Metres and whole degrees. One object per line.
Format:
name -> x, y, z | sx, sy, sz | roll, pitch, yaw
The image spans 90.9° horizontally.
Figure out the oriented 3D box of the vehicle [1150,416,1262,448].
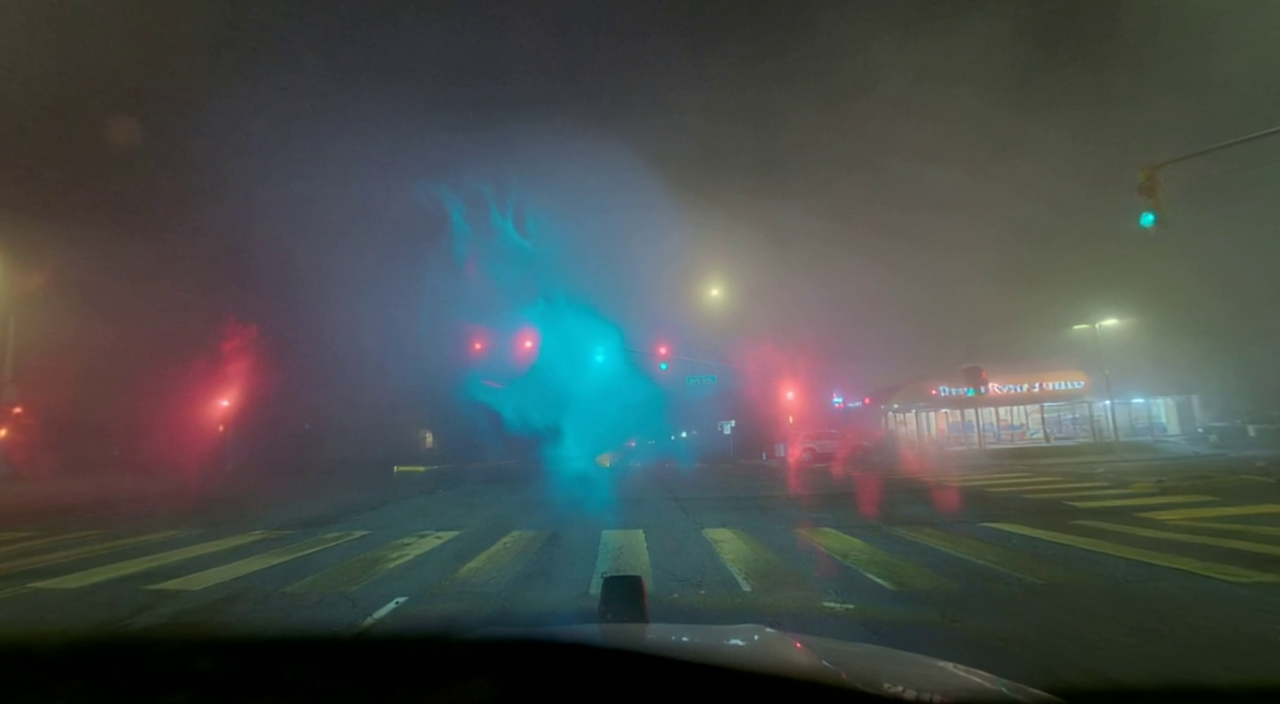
vehicle -> 28.278, 4.067, 31.712 | 1.799, 1.459, 4.266 | -1, -8, 3
